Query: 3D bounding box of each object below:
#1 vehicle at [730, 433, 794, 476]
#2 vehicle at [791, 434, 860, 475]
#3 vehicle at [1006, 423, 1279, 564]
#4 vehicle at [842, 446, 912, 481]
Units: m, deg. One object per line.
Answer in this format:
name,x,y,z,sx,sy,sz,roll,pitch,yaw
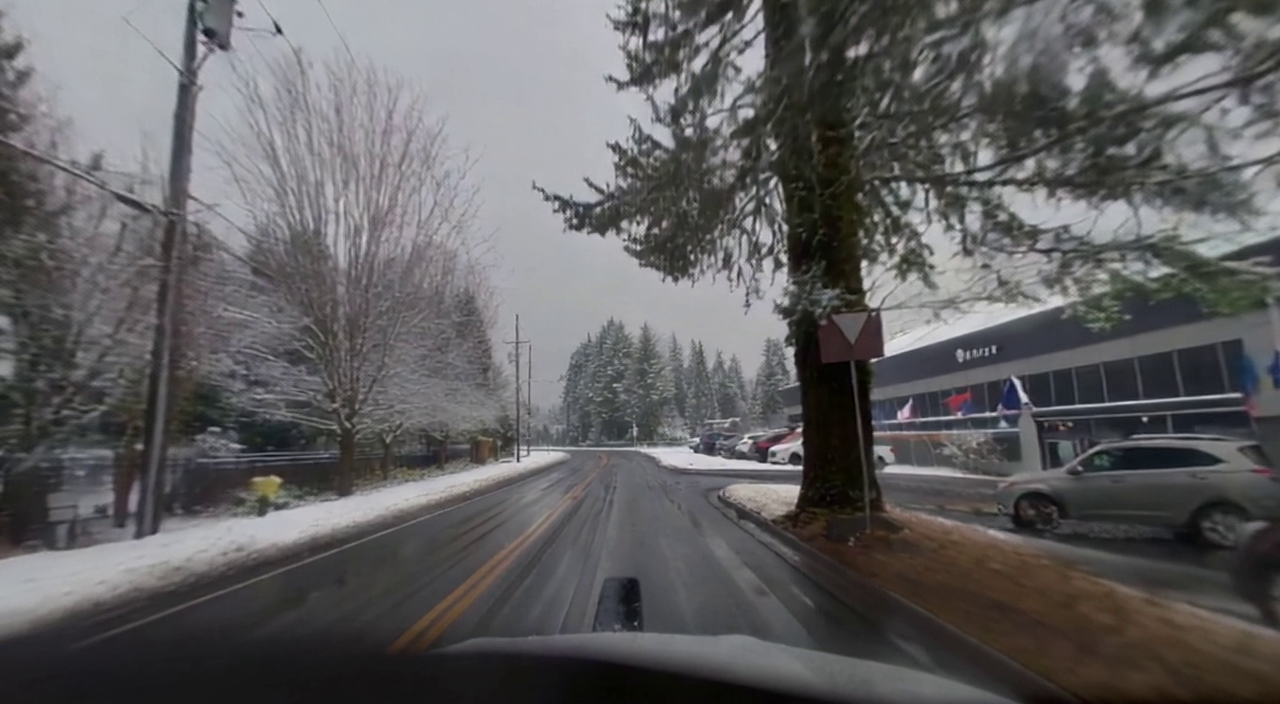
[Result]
vehicle,5.698,4.847,29.872,1.977,1.860,4.237,0,-9,-2
vehicle,8.482,4.716,29.179,1.924,1.713,4.627,-1,-9,2
vehicle,9.182,2.333,11.194,2.113,1.945,4.546,1,-9,-8
vehicle,10.992,5.159,29.445,1.819,1.494,3.834,-1,-9,1
